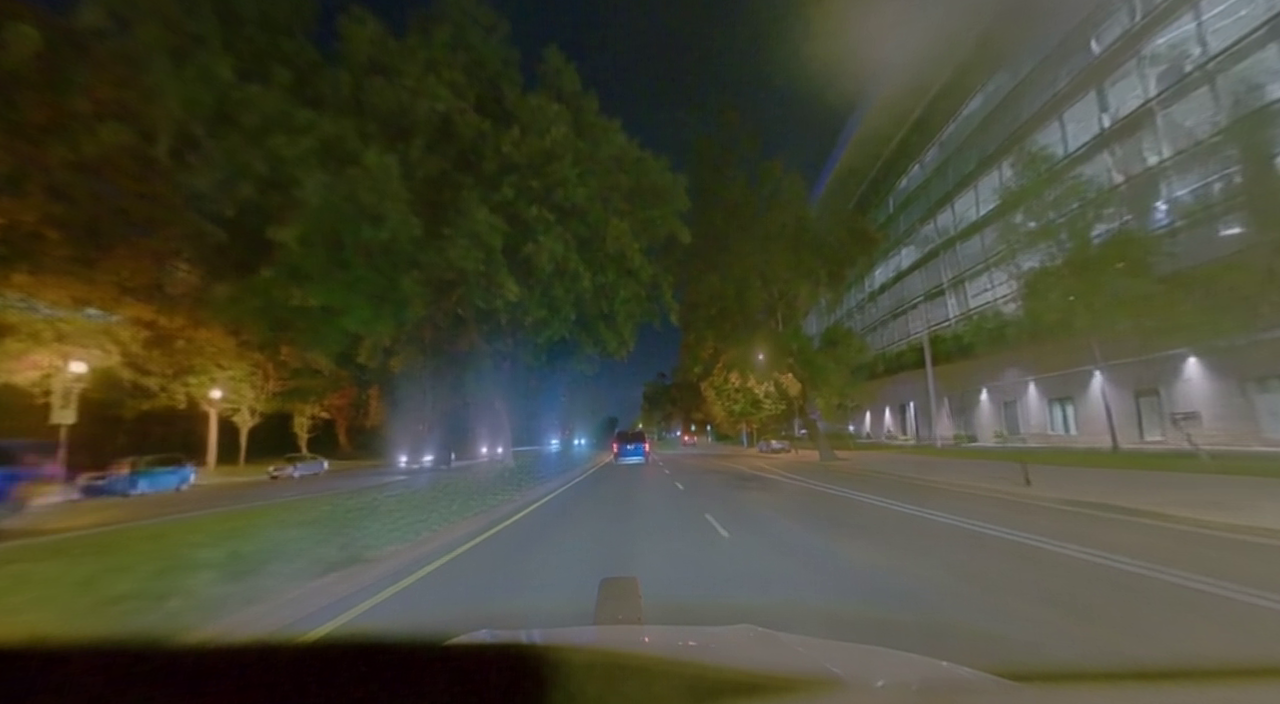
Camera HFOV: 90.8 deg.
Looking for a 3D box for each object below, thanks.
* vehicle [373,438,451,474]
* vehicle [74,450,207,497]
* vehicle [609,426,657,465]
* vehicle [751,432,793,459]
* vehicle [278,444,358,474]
[{"bbox_3d":[-10.859,4.970,30.487,1.979,1.605,4.550,0,-8,1],"label":"vehicle"},{"bbox_3d":[-17.810,4.295,22.759,1.773,1.510,3.608,0,-8,0],"label":"vehicle"},{"bbox_3d":[-0.381,5.134,34.661,2.411,1.937,5.186,0,-8,-1],"label":"vehicle"},{"bbox_3d":[9.418,6.721,45.430,2.364,1.781,4.854,-1,-9,5],"label":"vehicle"},{"bbox_3d":[-18.022,5.970,35.591,2.003,1.533,4.691,0,-8,0],"label":"vehicle"}]
